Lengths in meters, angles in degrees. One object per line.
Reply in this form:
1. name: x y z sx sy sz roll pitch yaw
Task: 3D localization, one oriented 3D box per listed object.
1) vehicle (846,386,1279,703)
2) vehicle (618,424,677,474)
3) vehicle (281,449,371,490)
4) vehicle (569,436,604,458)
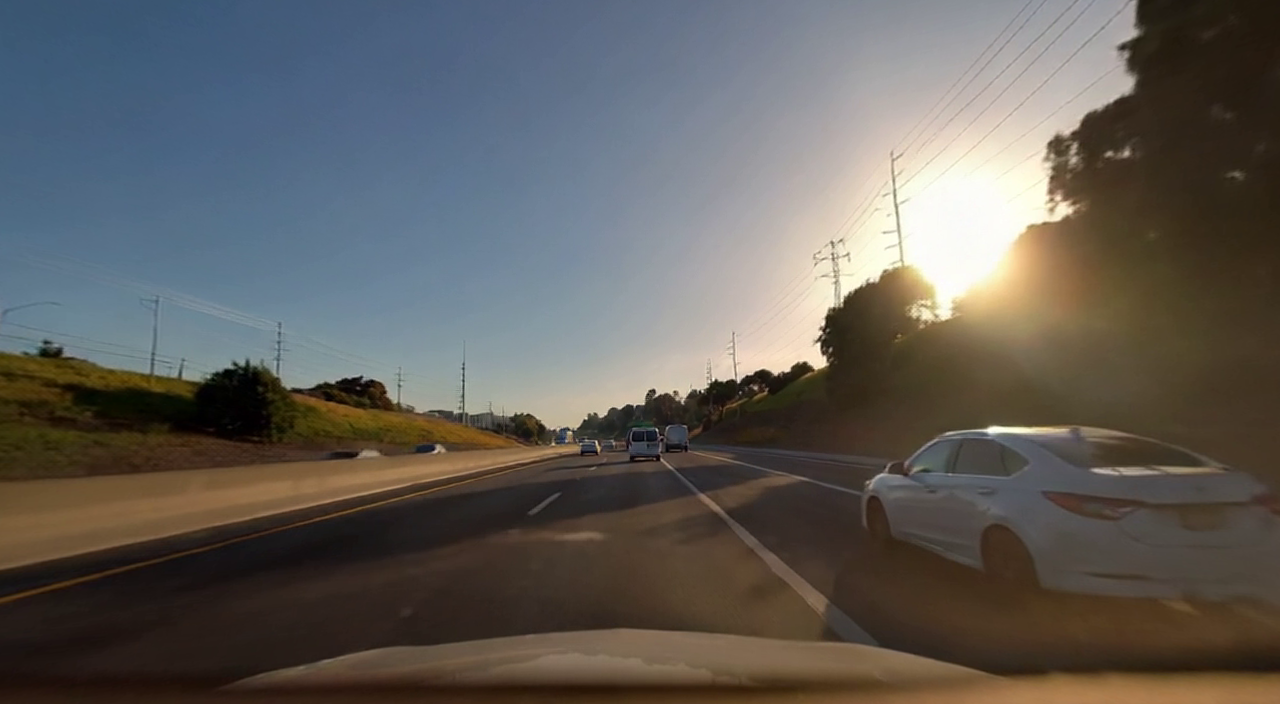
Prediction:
1. vehicle: 3.633 1.263 5.542 1.923 1.562 4.691 0 -8 -2
2. vehicle: 0.232 3.866 25.351 2.159 1.811 4.238 0 -8 -1
3. vehicle: -12.344 4.599 25.062 1.705 1.402 3.791 0 -7 -1
4. vehicle: -3.780 6.745 45.083 2.093 1.517 4.648 0 -8 0
